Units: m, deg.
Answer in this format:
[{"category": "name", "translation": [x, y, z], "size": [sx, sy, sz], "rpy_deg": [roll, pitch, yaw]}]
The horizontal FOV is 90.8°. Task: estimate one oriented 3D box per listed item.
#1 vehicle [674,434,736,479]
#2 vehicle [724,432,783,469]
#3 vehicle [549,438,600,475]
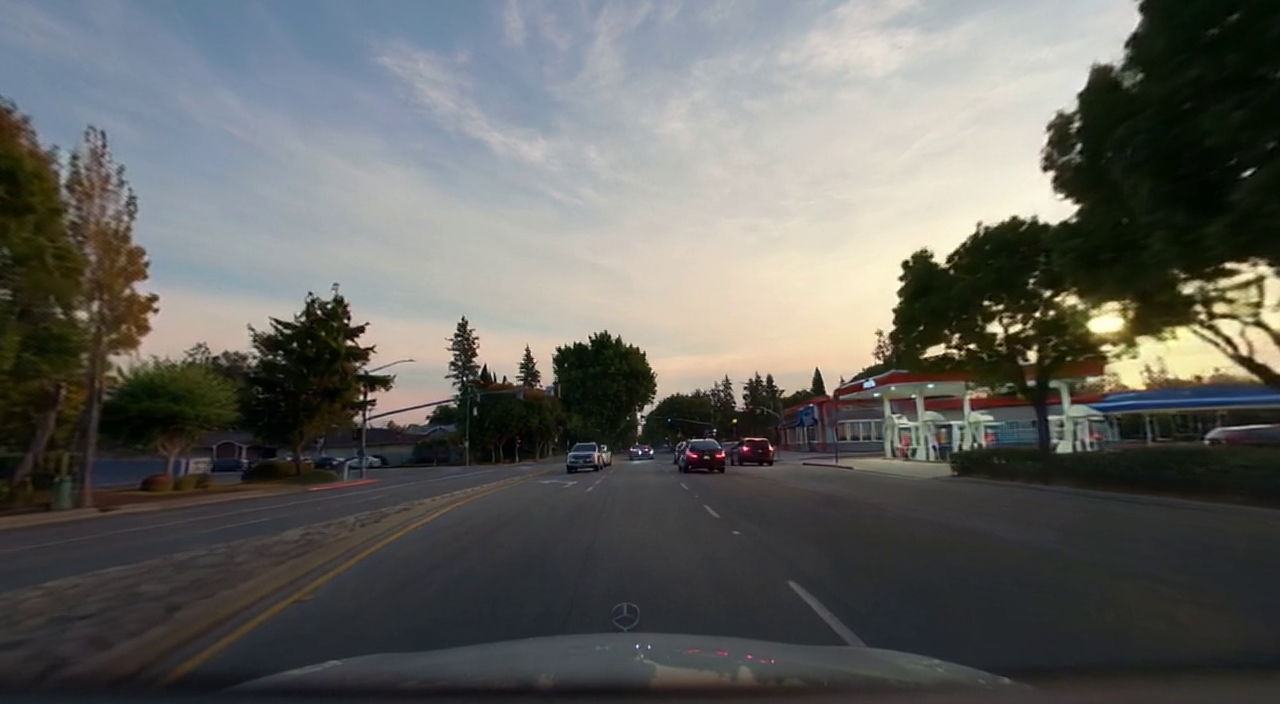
[{"category": "vehicle", "translation": [2.774, 4.582, 28.013], "size": [2.140, 1.800, 4.660], "rpy_deg": [0, -8, -1]}, {"category": "vehicle", "translation": [7.029, 6.187, 39.824], "size": [2.510, 2.176, 5.527], "rpy_deg": [0, -8, -2]}, {"category": "vehicle", "translation": [-3.400, 5.532, 33.762], "size": [2.261, 1.820, 4.255], "rpy_deg": [0, -8, 0]}]
